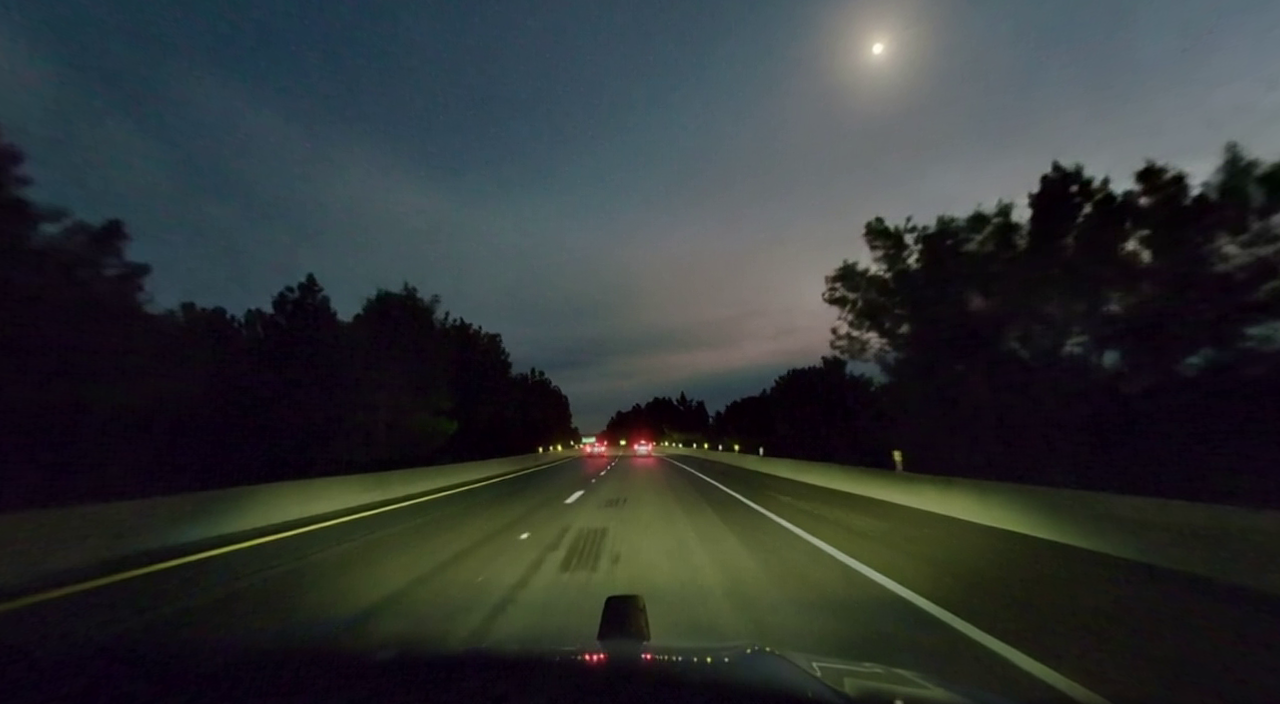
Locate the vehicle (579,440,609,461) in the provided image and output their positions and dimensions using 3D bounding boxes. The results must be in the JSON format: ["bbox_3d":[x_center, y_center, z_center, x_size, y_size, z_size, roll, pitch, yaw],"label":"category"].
[{"bbox_3d":[-3.470,7.488,47.850,2.057,1.514,3.845,0,-8,-1],"label":"vehicle"}]
